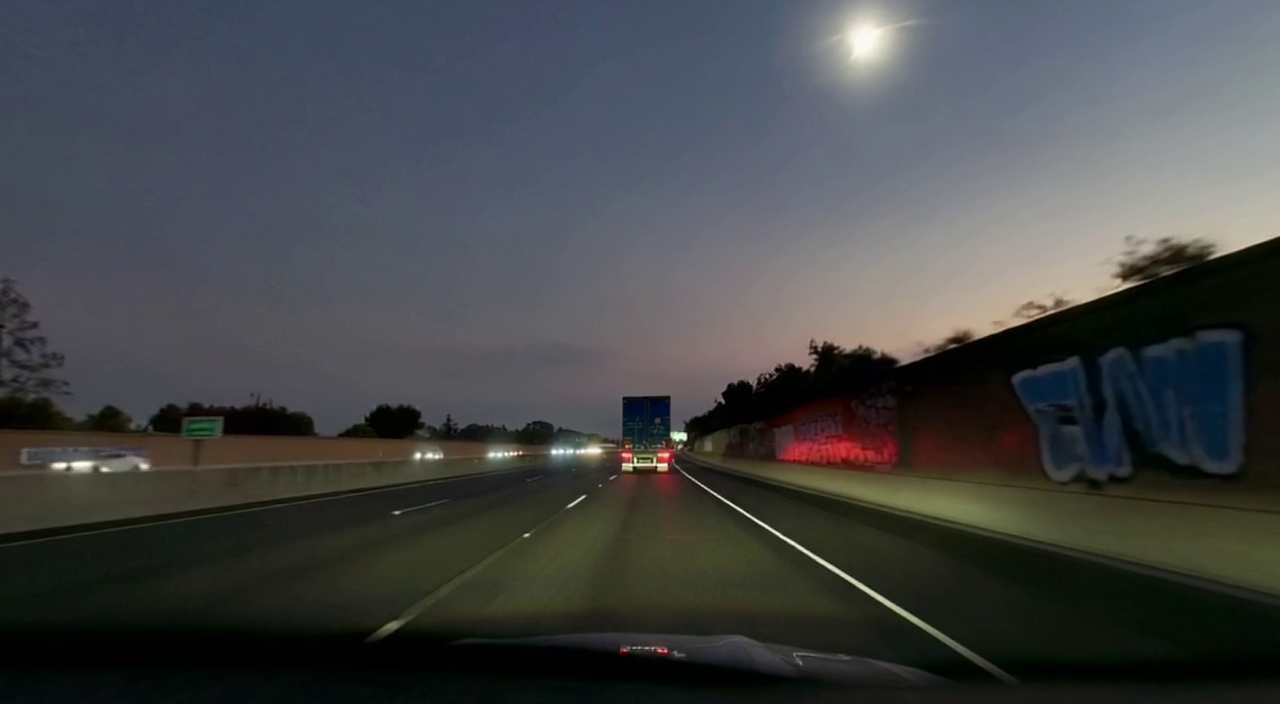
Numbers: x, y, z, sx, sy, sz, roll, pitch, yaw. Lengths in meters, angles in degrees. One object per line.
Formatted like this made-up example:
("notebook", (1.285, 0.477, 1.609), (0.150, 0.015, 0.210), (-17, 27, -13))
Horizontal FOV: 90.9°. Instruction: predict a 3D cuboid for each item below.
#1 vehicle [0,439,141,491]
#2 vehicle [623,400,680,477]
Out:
("vehicle", (-24.614, 4.799, 27.155), (2.147, 2.006, 4.767), (0, -9, 1))
("vehicle", (0.613, 5.419, 38.838), (2.997, 4.069, 10.871), (0, -9, 0))
